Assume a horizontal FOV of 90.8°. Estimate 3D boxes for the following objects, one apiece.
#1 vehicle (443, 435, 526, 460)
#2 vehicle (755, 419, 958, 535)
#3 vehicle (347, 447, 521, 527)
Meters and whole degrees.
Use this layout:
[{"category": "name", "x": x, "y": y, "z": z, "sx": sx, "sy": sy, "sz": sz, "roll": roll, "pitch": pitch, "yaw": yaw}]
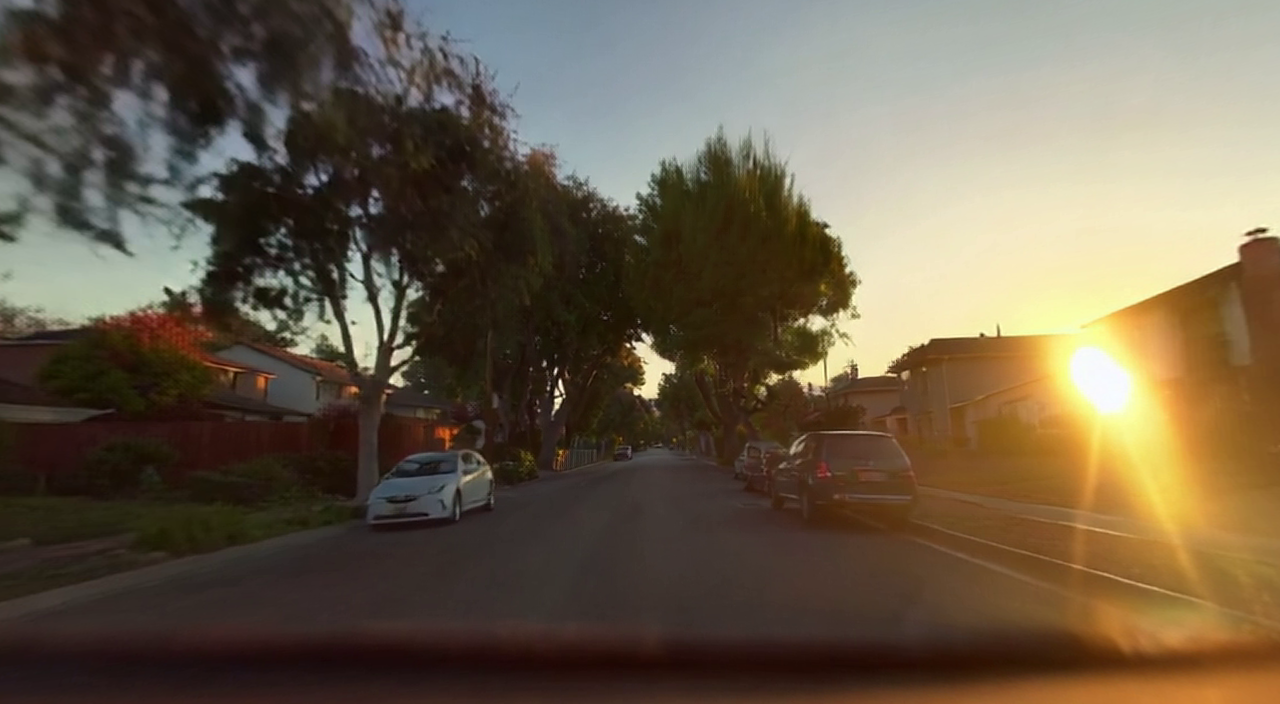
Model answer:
[{"category": "vehicle", "x": -12.054, "y": 7.457, "z": 49.242, "sx": 5.863, "sy": 1.773, "sz": 2.451, "roll": 0, "pitch": -10, "yaw": -2}, {"category": "vehicle", "x": 4.114, "y": 2.502, "z": 13.400, "sx": 2.350, "sy": 1.912, "sz": 5.696, "roll": 0, "pitch": -9, "yaw": 1}, {"category": "vehicle", "x": -4.232, "y": 2.880, "z": 13.933, "sx": 2.234, "sy": 1.377, "sz": 4.413, "roll": -2, "pitch": -10, "yaw": 2}]
